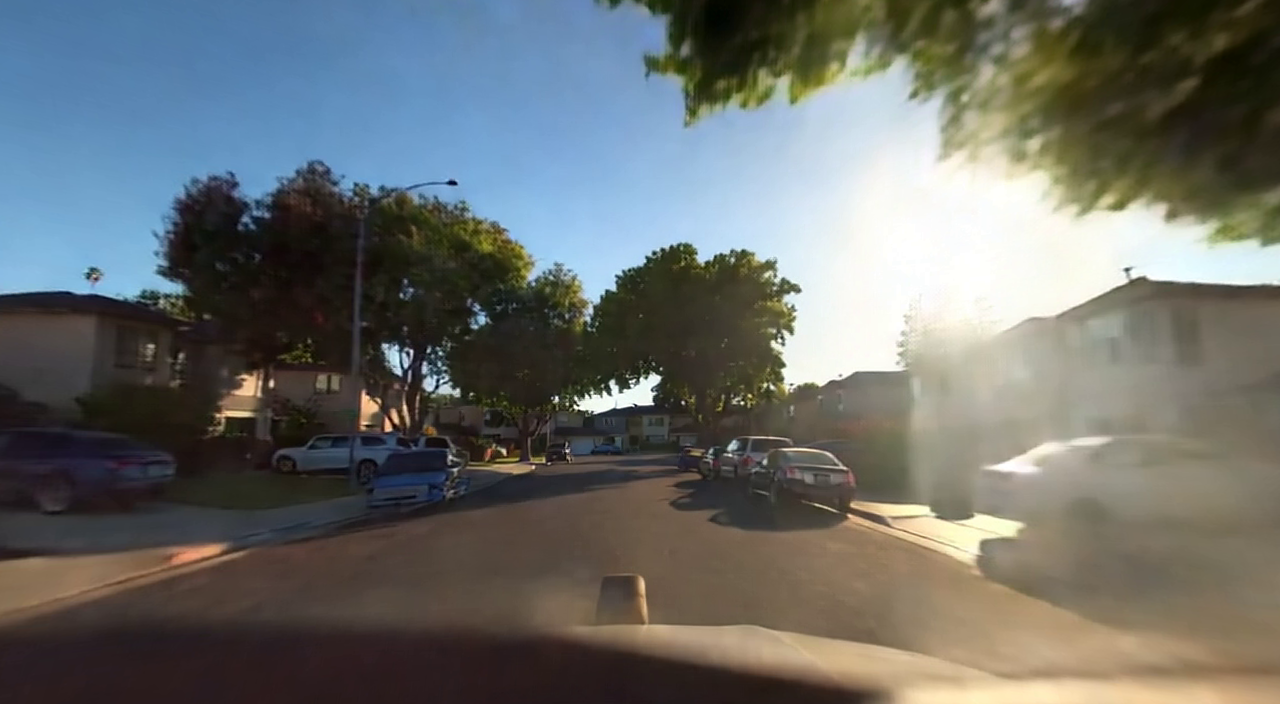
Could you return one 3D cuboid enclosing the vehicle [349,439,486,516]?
[{"bbox_3d":[-5.267,2.977,15.608,1.943,1.602,4.172,0,-8,-1],"label":"vehicle"}]

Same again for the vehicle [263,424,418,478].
[{"bbox_3d":[-10.988,3.660,23.536,4.641,1.844,2.243,0,-8,-6],"label":"vehicle"}]

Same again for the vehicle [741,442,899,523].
[{"bbox_3d":[3.752,2.789,14.237,2.042,1.456,4.903,0,-8,-1],"label":"vehicle"}]

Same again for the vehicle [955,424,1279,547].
[{"bbox_3d":[7.322,1.791,8.822,4.818,1.502,1.867,0,-8,1],"label":"vehicle"}]

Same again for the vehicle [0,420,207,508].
[{"bbox_3d":[-11.100,2.039,11.699,4.609,1.463,2.023,0,-8,-3],"label":"vehicle"}]
